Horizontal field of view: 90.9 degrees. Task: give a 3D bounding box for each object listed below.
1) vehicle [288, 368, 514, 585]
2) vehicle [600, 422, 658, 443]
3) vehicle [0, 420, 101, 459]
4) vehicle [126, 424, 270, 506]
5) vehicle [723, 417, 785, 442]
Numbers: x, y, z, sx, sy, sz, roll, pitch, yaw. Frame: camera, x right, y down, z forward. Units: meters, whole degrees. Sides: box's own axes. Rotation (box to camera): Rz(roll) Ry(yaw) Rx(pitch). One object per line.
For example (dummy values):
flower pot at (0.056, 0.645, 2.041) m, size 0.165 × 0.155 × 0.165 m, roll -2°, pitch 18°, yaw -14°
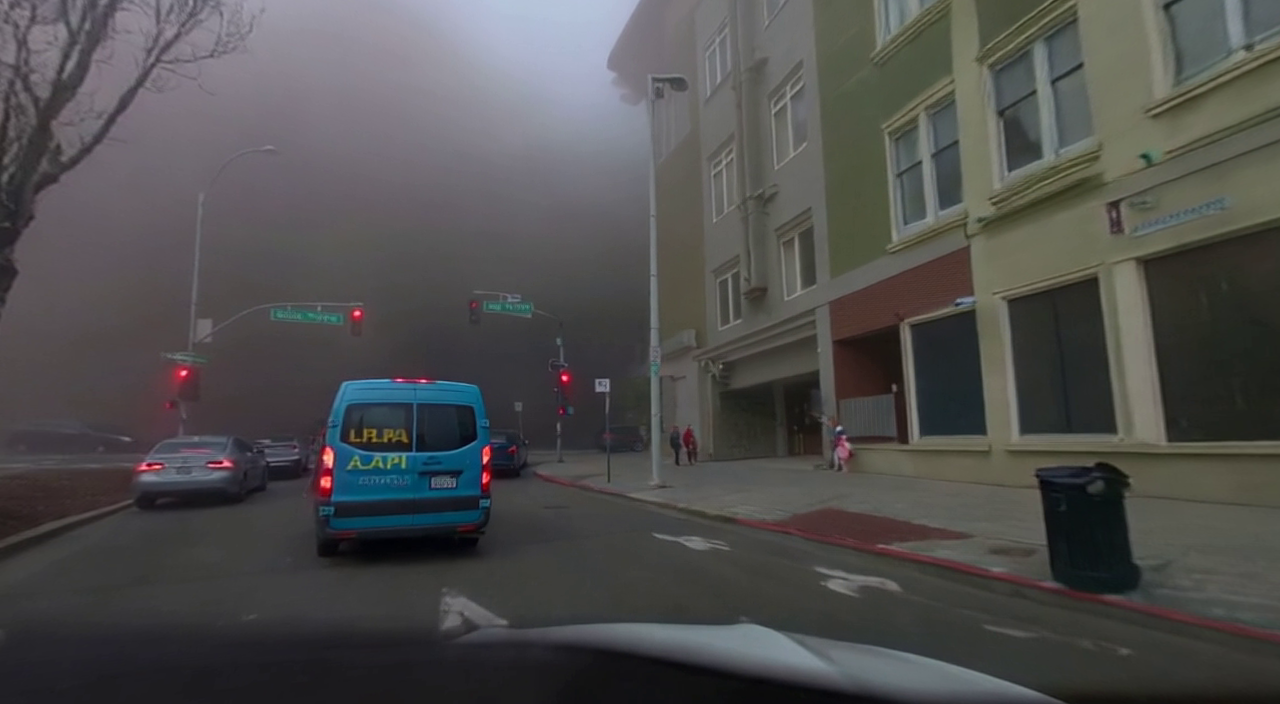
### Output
vehicle at (-3.105, 1.408, 7.948) m, size 1.951 × 1.907 × 4.266 m, roll 4°, pitch -9°, yaw -25°
vehicle at (-0.792, 5.873, 45.835) m, size 3.885 × 1.449 × 1.757 m, roll 4°, pitch -9°, yaw -26°
vehicle at (-26.229, 3.813, 27.474) m, size 3.846 × 1.616 × 1.840 m, roll 5°, pitch -9°, yaw -35°
vehicle at (-9.076, 2.288, 13.259) m, size 1.841 × 1.461 × 3.426 m, roll 4°, pitch -9°, yaw -25°
vehicle at (7.899, 5.367, 43.426) m, size 4.020 × 1.572 × 1.718 m, roll 6°, pitch -10°, yaw -30°
